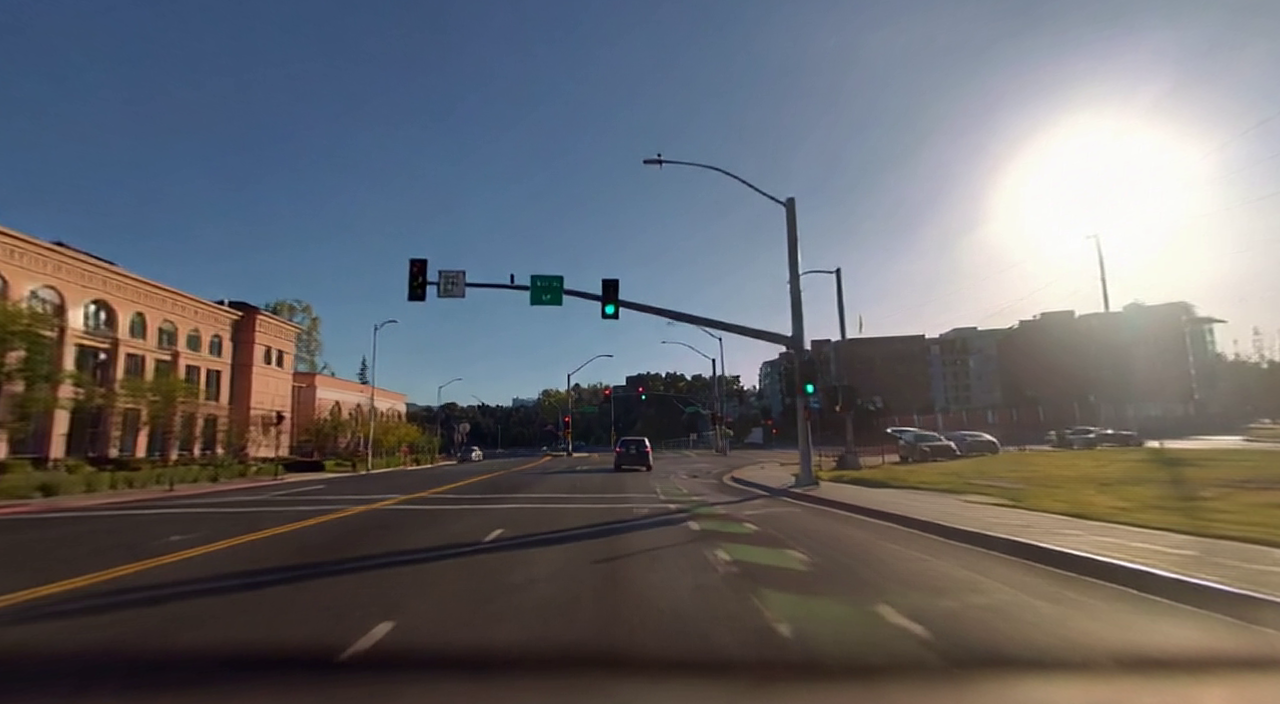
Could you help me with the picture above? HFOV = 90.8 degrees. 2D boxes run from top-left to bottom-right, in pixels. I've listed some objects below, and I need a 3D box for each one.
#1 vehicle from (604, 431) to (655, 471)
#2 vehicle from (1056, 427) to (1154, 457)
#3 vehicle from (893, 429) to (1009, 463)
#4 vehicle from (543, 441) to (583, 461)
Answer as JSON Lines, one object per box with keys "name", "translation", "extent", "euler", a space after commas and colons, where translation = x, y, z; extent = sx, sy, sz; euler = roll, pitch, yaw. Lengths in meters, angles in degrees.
{"name": "vehicle", "translation": [-0.443, 4.894, 31.283], "extent": [2.230, 1.827, 4.298], "euler": [0, -8, 3]}
{"name": "vehicle", "translation": [29.055, 5.651, 39.602], "extent": [4.504, 1.759, 1.955], "euler": [0, -8, 3]}
{"name": "vehicle", "translation": [14.625, 4.442, 29.927], "extent": [4.486, 1.494, 1.802], "euler": [0, -9, 5]}
{"name": "vehicle", "translation": [-5.990, 7.803, 49.764], "extent": [1.939, 1.484, 4.645], "euler": [-1, -9, 8]}
